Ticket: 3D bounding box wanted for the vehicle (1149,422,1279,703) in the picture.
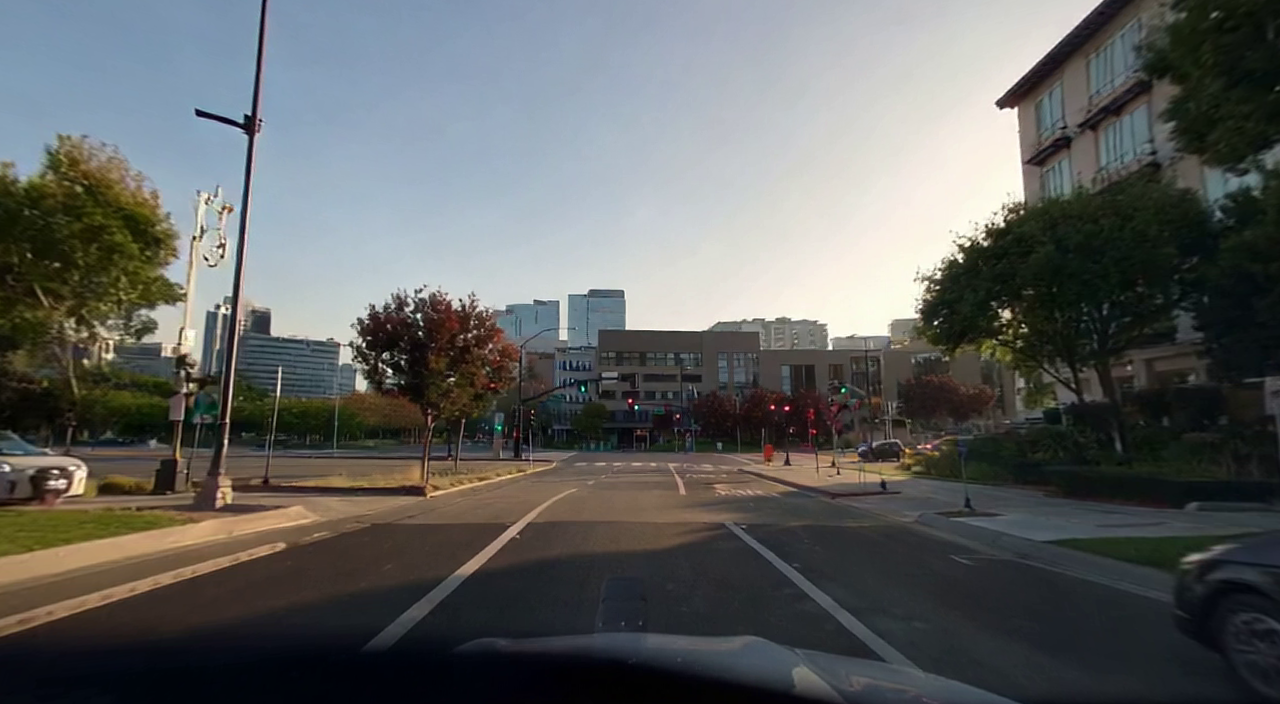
[{"bbox_3d":[3.945,0.834,1.352,1.967,1.469,4.574,0,-9,2],"label":"vehicle"}]
